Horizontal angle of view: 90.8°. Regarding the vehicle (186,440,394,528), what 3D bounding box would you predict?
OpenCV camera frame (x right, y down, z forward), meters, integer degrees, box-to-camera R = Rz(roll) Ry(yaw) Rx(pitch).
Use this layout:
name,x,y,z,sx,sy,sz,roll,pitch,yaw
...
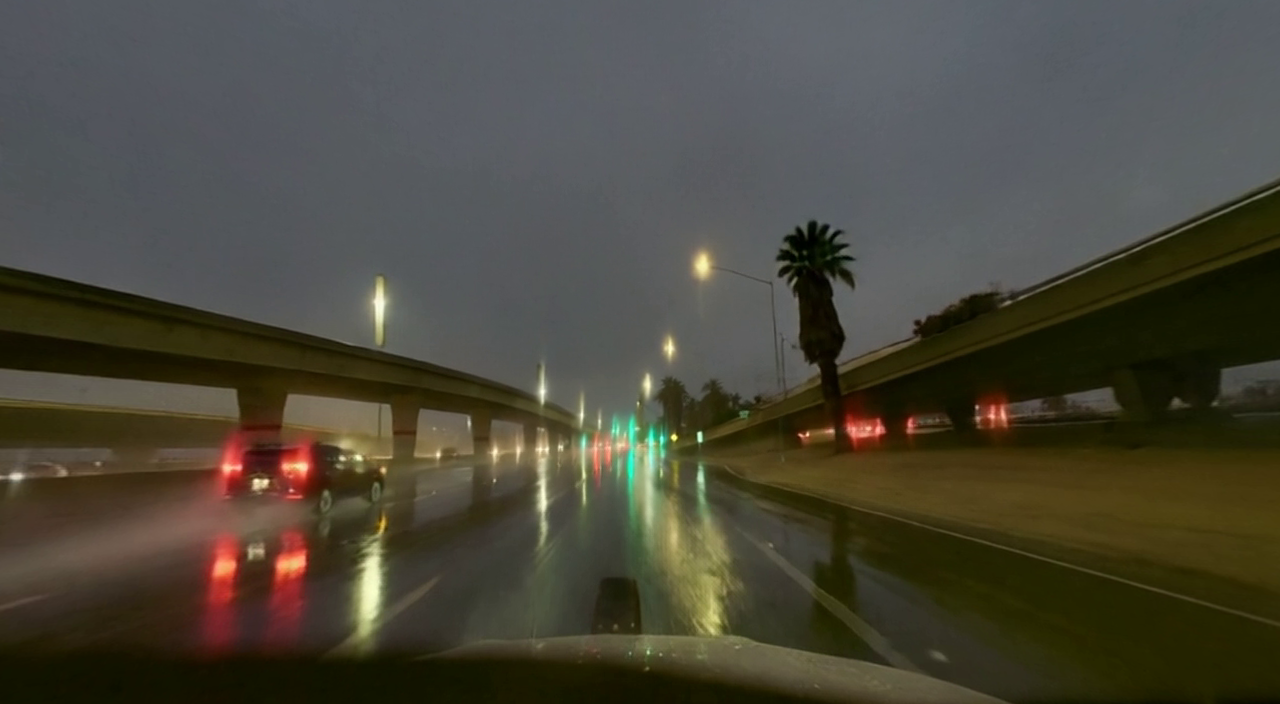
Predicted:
name,x,y,z,sx,sy,sz,roll,pitch,yaw
vehicle,-6.985,2.640,13.262,1.914,1.503,4.268,0,-8,0
